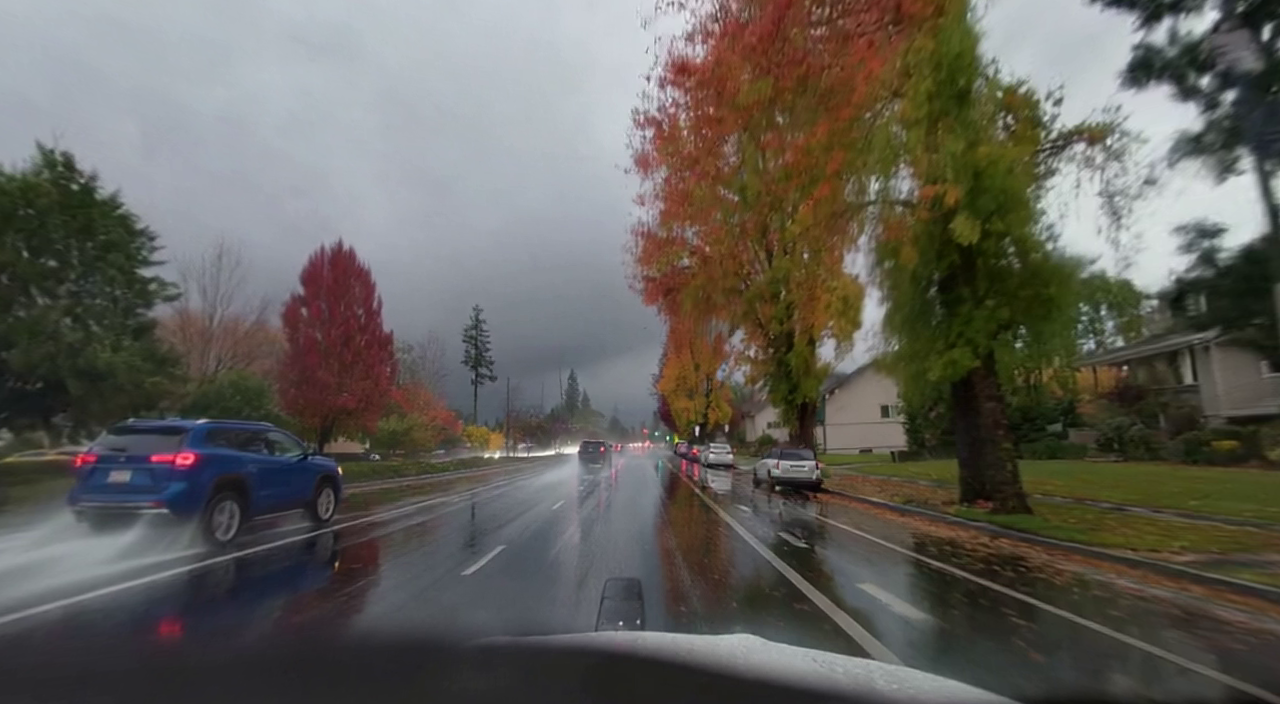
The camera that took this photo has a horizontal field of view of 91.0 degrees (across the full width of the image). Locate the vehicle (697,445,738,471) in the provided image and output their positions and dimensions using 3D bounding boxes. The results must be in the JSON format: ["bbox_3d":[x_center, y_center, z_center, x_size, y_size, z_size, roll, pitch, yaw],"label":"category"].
[{"bbox_3d":[4.935,6.818,40.699,1.952,1.505,4.713,0,-9,-1],"label":"vehicle"}]

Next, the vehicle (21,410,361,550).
[{"bbox_3d":[-6.578,1.924,10.100,2.034,1.711,4.512,0,-9,1],"label":"vehicle"}]

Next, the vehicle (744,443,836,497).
[{"bbox_3d":[4.637,3.702,20.167,1.939,1.504,4.189,0,-9,0],"label":"vehicle"}]

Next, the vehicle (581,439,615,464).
[{"bbox_3d":[-3.085,7.497,47.476,2.228,1.796,4.491,0,-9,1],"label":"vehicle"}]
